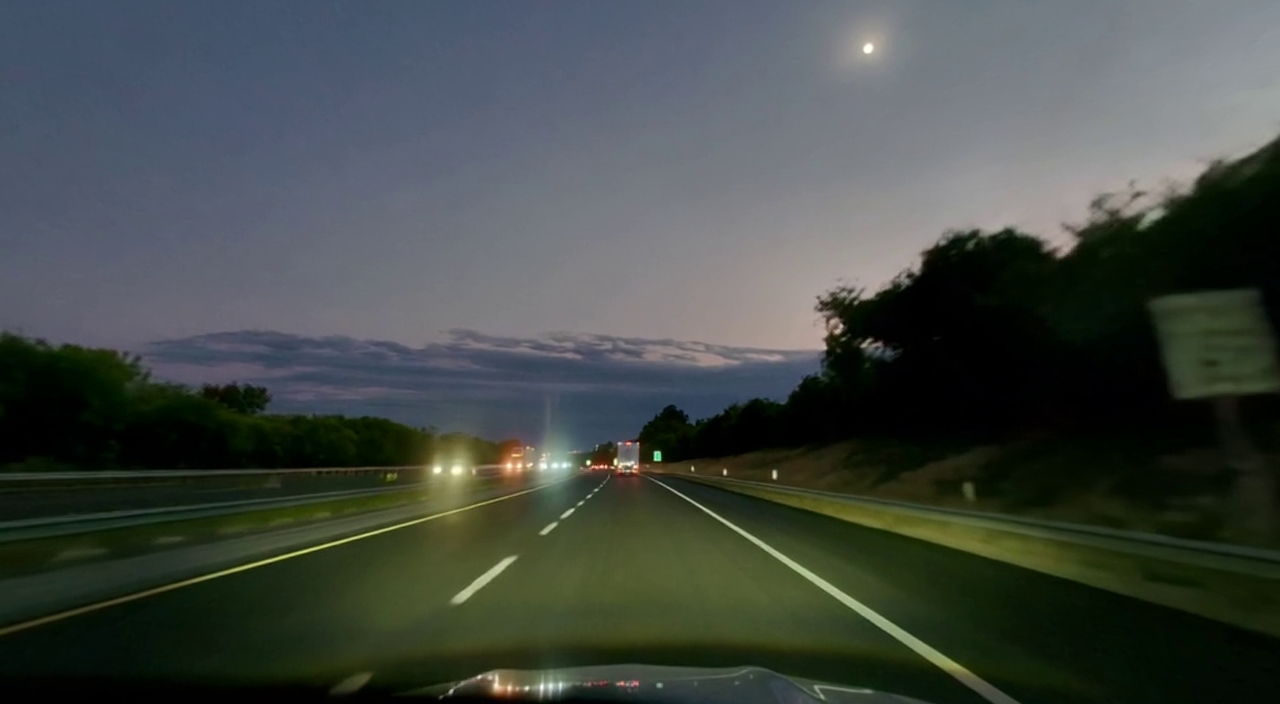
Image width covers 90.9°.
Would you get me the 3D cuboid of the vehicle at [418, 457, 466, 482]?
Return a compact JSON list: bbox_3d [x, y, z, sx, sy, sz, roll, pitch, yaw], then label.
[{"bbox_3d":[-13.404,7.986,42.868,2.095,1.537,3.769,1,-11,-1],"label":"vehicle"}]
